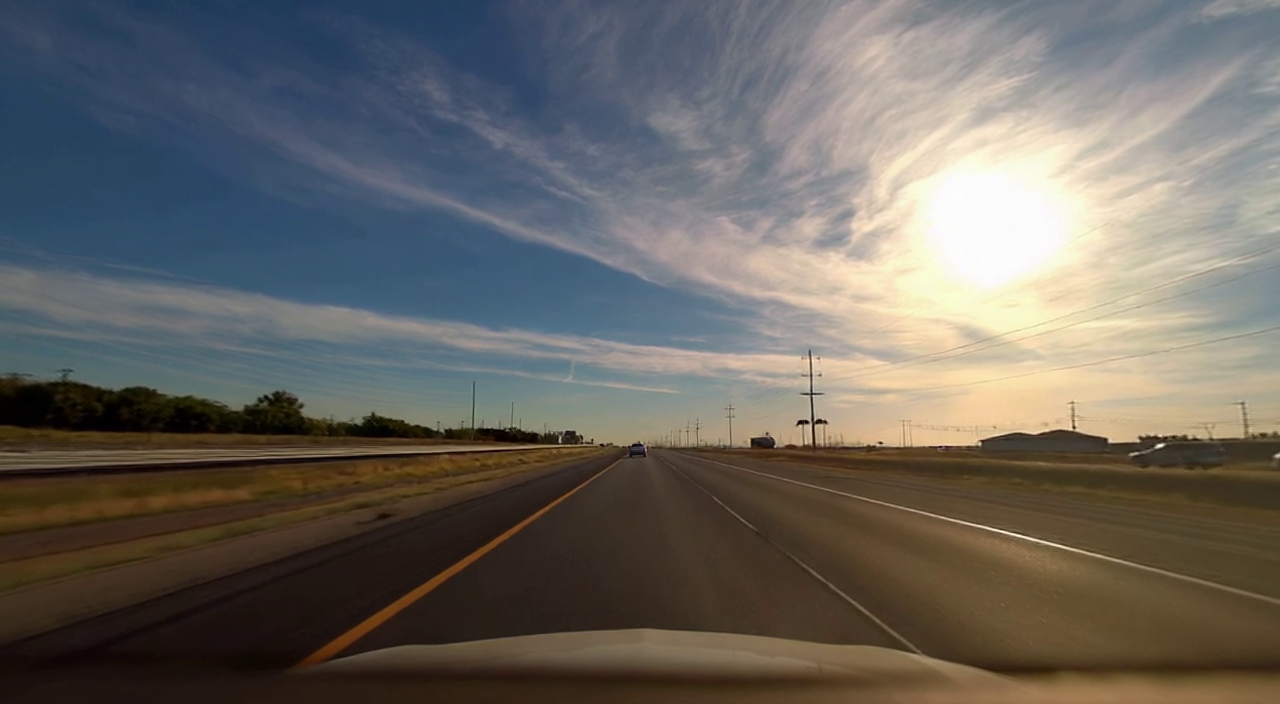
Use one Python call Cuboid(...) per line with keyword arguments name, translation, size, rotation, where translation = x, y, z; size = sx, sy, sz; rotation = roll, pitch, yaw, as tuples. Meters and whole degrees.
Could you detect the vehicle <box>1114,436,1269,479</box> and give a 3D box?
Cuboid(name="vehicle", translation=(36.856, 7.108, 42.752), size=(2.760, 2.529, 8.485), rotation=(-1, -9, -1))
